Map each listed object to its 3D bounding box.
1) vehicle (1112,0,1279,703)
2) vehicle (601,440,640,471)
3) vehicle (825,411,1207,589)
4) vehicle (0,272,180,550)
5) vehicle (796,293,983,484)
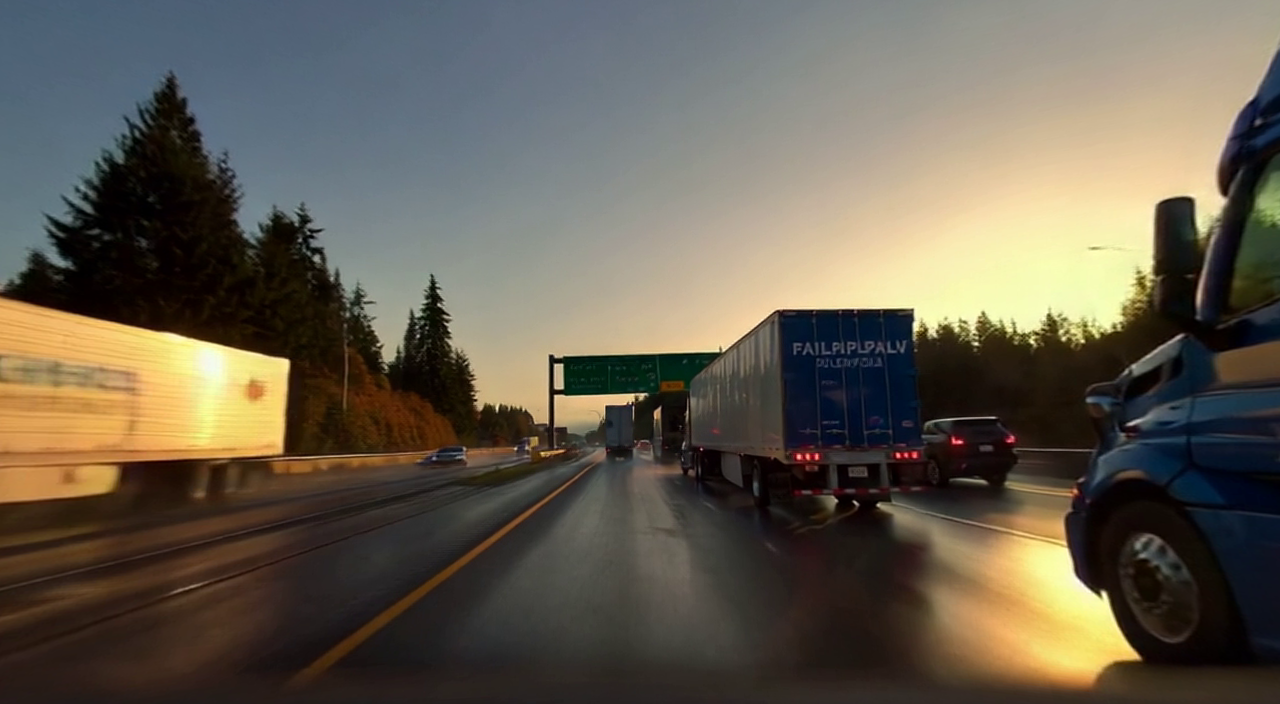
[{"bbox_3d":[4.047,-0.403,0.143,2.951,3.857,5.902,0,-8,-2],"label":"vehicle"},{"bbox_3d":[-1.010,5.340,32.648,1.943,1.491,3.459,0,-8,-1],"label":"vehicle"},{"bbox_3d":[4.531,1.557,7.517,4.253,1.543,2.045,4,-9,-31],"label":"vehicle"},{"bbox_3d":[-12.264,0.722,8.590,2.972,4.669,12.286,0,-8,-2],"label":"vehicle"},{"bbox_3d":[4.210,0.688,11.057,2.244,3.047,2.035,0,-8,-2],"label":"vehicle"}]
